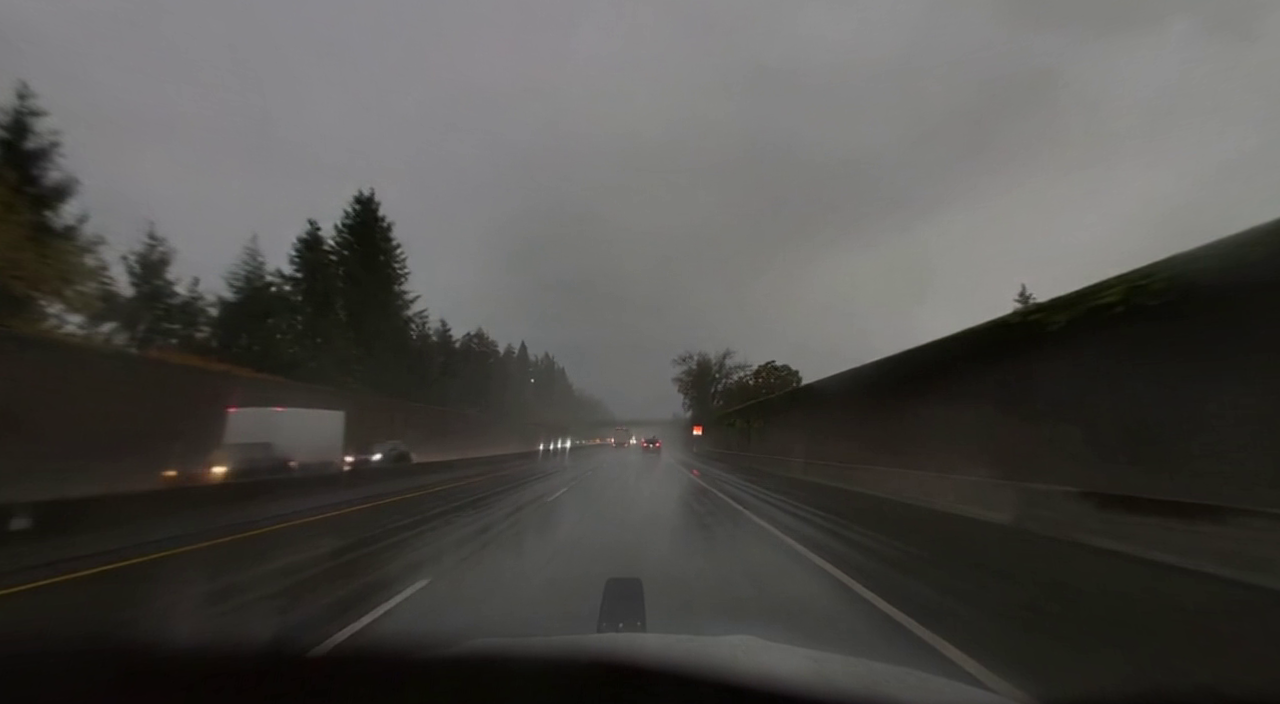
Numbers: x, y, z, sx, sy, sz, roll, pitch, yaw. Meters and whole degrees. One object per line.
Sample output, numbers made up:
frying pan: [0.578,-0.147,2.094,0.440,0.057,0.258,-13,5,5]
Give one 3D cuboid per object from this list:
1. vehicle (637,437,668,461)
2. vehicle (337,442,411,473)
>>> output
vehicle: [0.805,6.513,42.343,2.030,1.523,4.114,0,-8,0]
vehicle: [-14.236,5.636,33.988,1.892,1.511,4.694,0,-8,1]
